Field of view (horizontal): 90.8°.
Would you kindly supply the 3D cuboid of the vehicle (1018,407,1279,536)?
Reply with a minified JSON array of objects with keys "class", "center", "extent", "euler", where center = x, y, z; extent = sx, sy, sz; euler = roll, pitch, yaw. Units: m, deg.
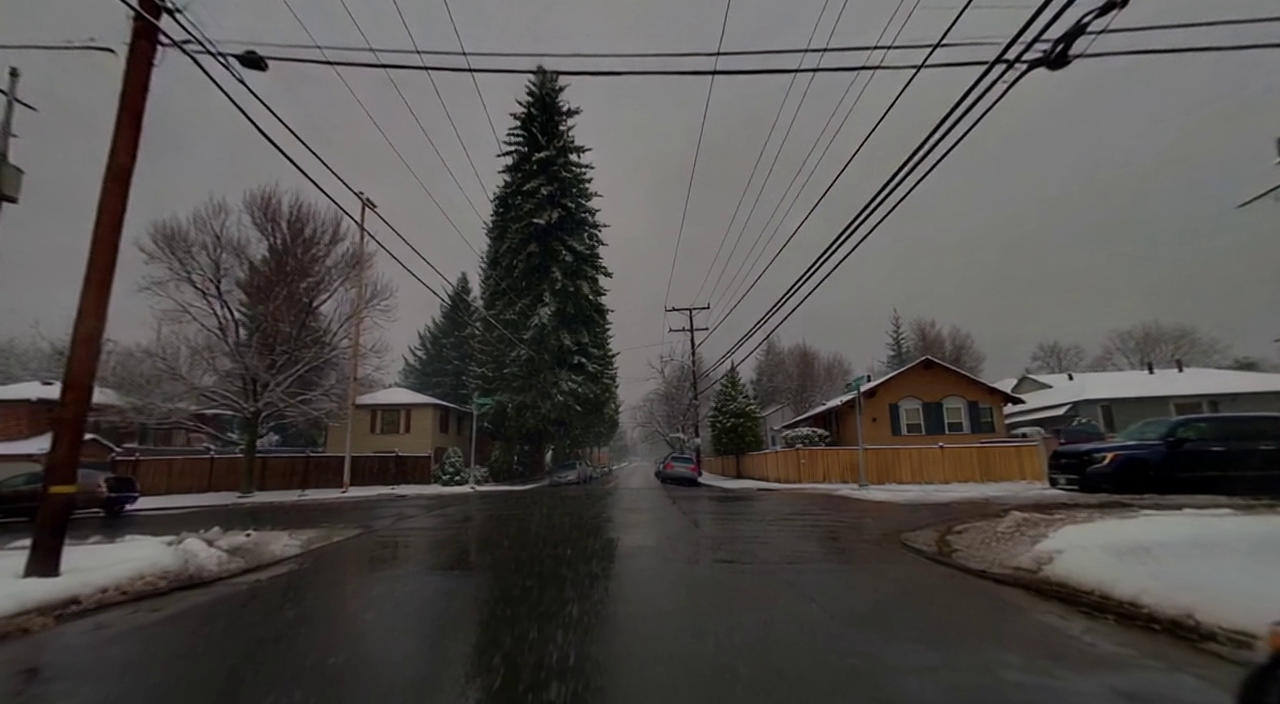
[{"class":"vehicle","center":[9.656,2.002,10.903],"extent":[4.677,1.949,2.334],"euler":[-1,-9,3]}]

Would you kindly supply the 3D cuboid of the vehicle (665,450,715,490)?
[{"class":"vehicle","center":[2.561,6.153,33.371],"extent":[2.051,1.874,4.459],"euler":[0,-9,-3]}]

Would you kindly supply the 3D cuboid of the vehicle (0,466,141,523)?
[{"class":"vehicle","center":[-19.210,4.639,20.704],"extent":[3.977,1.665,1.976],"euler":[0,-9,0]}]

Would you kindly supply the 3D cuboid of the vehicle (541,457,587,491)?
[{"class":"vehicle","center":[-4.338,7.080,36.919],"extent":[2.189,1.771,4.571],"euler":[0,-9,-1]}]
